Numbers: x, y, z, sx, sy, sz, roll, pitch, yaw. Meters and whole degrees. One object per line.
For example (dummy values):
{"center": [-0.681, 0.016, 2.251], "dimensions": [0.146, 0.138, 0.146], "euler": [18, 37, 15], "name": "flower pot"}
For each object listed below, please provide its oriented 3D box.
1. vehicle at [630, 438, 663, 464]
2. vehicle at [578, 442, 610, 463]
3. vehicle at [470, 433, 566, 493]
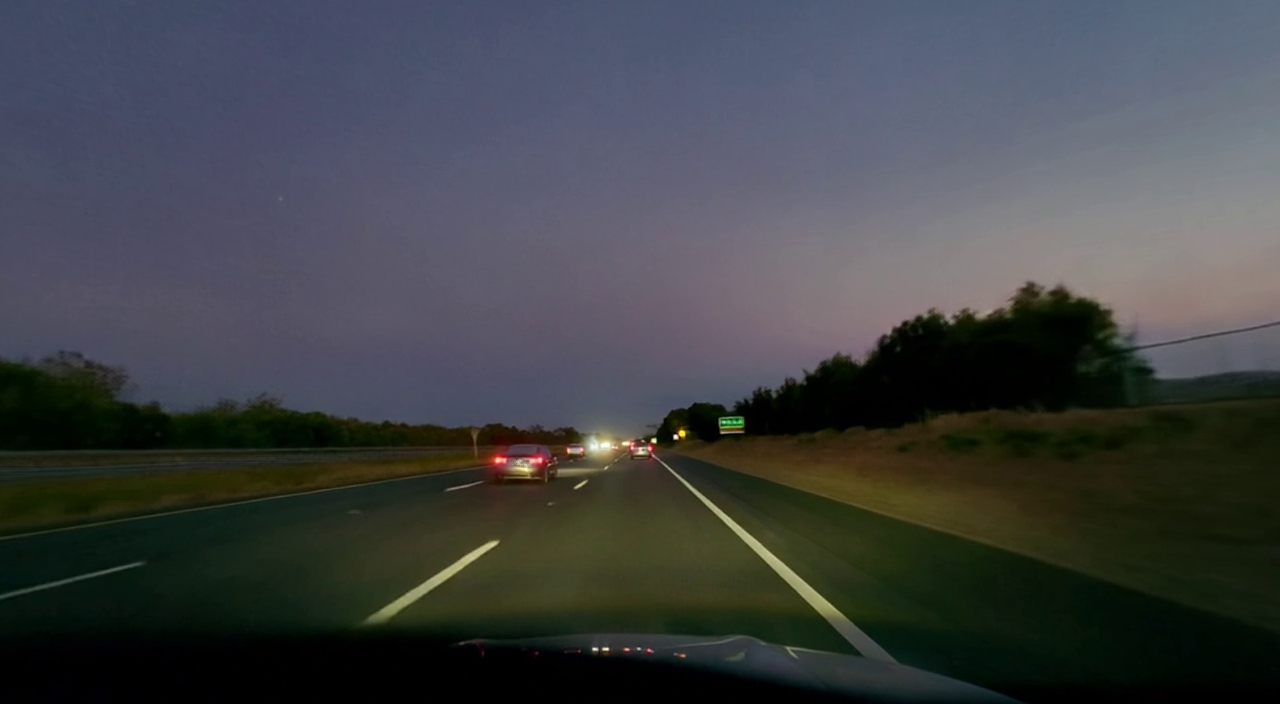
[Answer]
{"center": [0.423, 6.983, 44.576], "dimensions": [2.259, 1.697, 4.106], "euler": [0, -8, 0], "name": "vehicle"}
{"center": [-3.471, 7.611, 47.919], "dimensions": [2.066, 1.497, 4.253], "euler": [0, -8, 1], "name": "vehicle"}
{"center": [-3.684, 3.443, 19.950], "dimensions": [2.028, 1.634, 4.441], "euler": [0, -8, 1], "name": "vehicle"}
